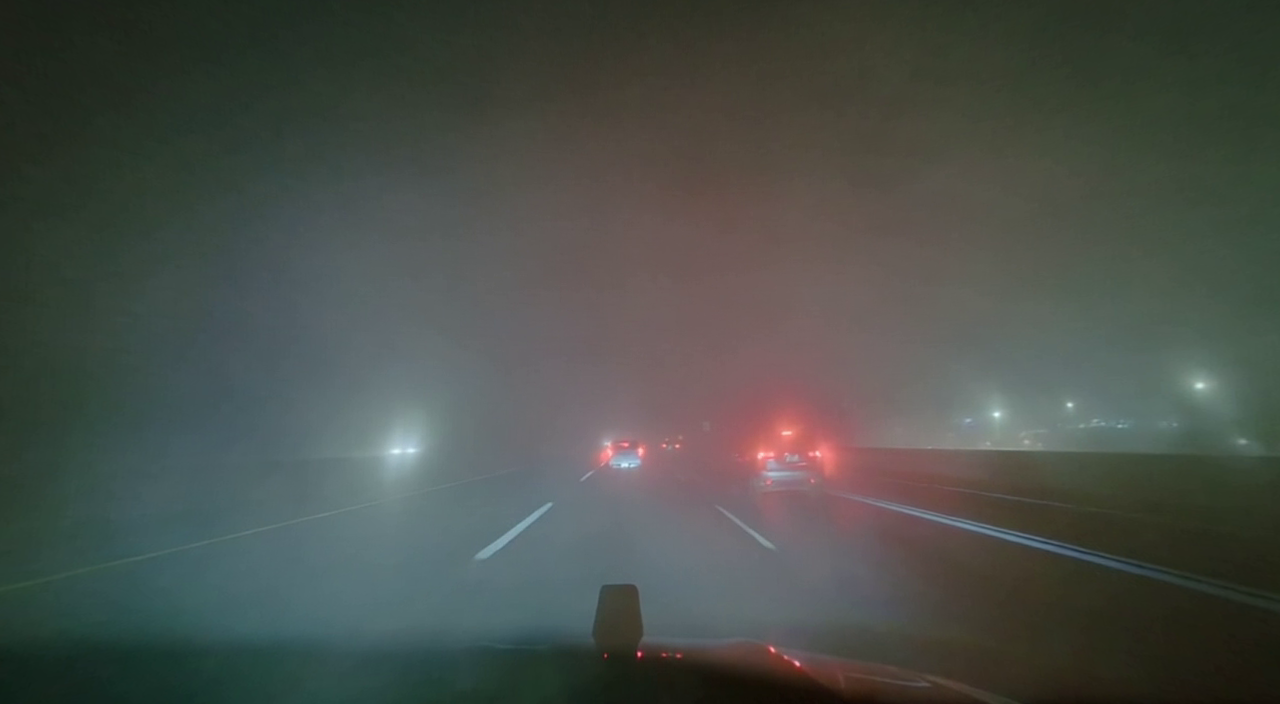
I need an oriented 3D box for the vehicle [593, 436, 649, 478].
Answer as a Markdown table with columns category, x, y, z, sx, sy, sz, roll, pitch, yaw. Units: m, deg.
| category | x | y | z | sx | sy | sz | roll | pitch | yaw |
| --- | --- | --- | --- | --- | --- | --- | --- | --- | --- |
| vehicle | -0.736 | 4.334 | 26.210 | 2.147 | 1.576 | 3.964 | 0 | -8 | -1 |
